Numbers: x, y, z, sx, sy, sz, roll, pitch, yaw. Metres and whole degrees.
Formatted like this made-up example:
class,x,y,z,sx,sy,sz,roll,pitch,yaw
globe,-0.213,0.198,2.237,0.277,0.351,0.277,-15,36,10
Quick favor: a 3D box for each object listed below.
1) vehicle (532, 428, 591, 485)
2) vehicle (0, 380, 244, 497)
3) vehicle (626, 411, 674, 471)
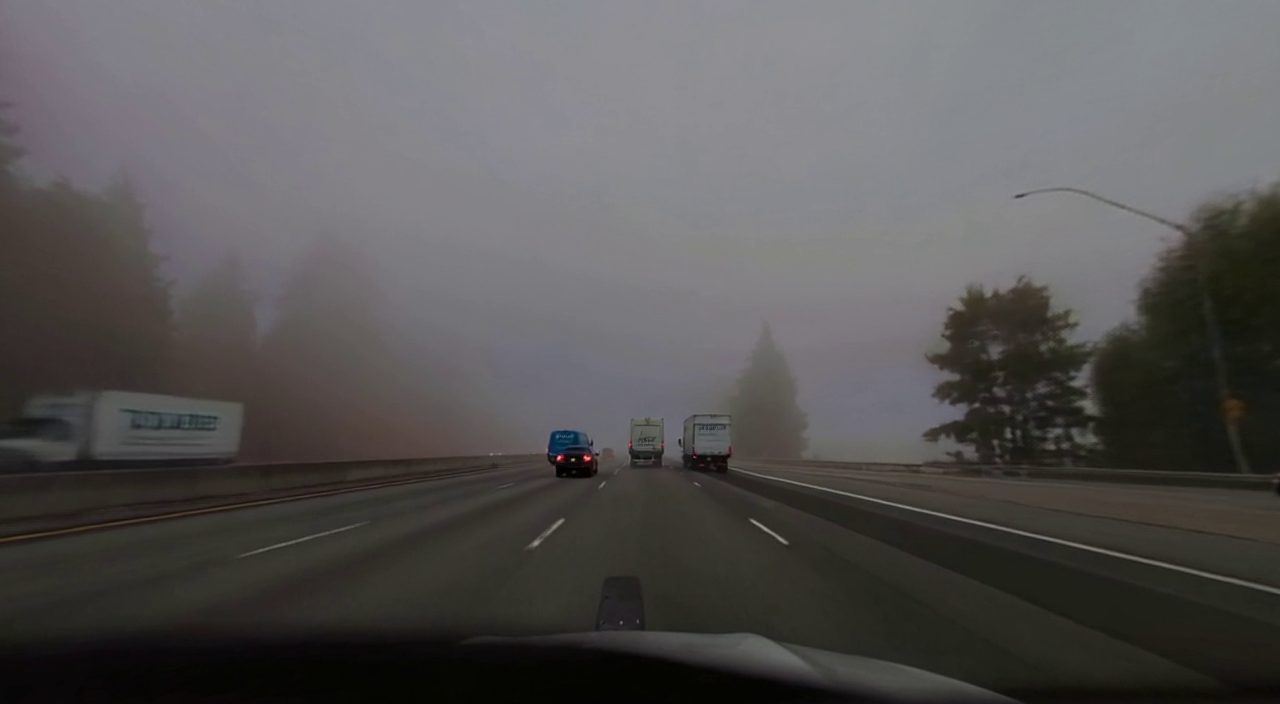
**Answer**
class,x,y,z,sx,sy,sz,roll,pitch,yaw
vehicle,-3.257,4.422,26.893,2.033,2.234,3.490,0,-9,0
vehicle,-20.413,3.478,24.875,3.281,3.717,9.377,0,-9,1
vehicle,0.627,6.813,47.832,3.201,4.019,10.918,0,-9,-1
